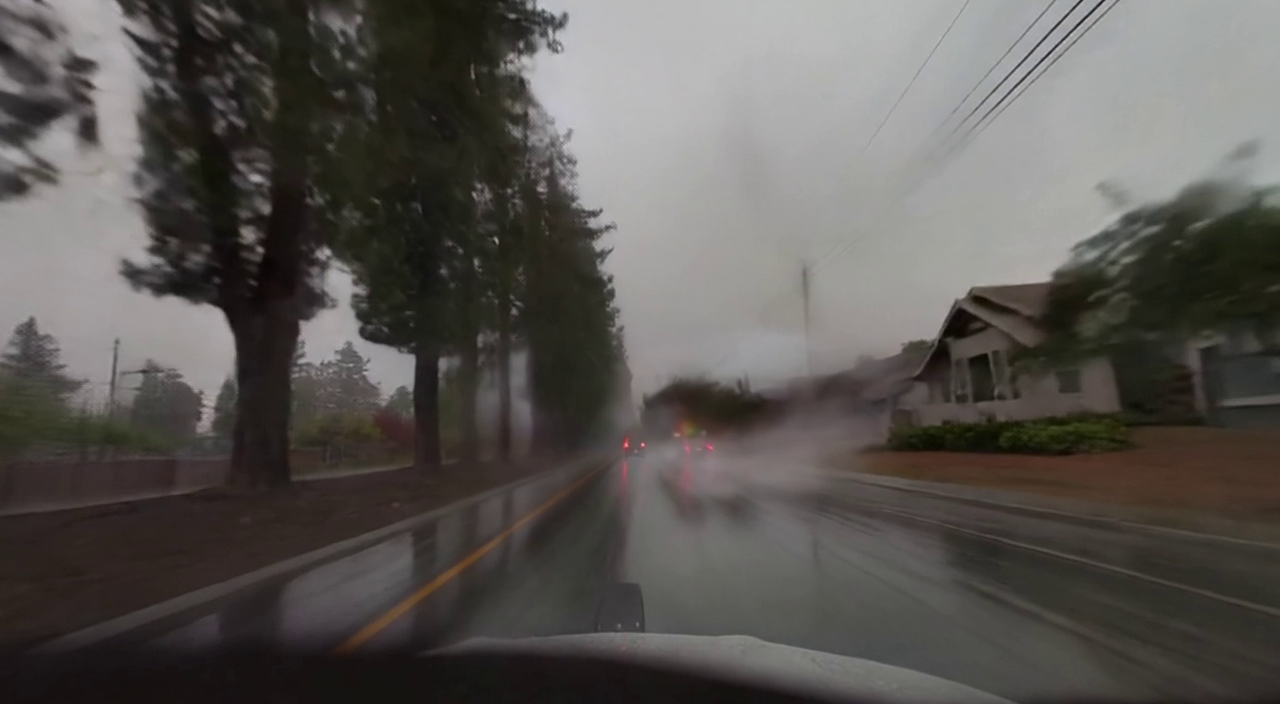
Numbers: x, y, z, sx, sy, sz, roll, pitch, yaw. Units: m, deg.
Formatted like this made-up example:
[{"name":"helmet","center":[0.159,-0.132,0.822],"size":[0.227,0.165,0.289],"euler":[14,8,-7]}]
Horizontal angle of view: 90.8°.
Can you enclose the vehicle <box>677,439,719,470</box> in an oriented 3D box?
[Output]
[{"name":"vehicle","center":[3.226,5.797,35.937],"size":[1.888,1.640,4.044],"euler":[0,-8,-2]}]
